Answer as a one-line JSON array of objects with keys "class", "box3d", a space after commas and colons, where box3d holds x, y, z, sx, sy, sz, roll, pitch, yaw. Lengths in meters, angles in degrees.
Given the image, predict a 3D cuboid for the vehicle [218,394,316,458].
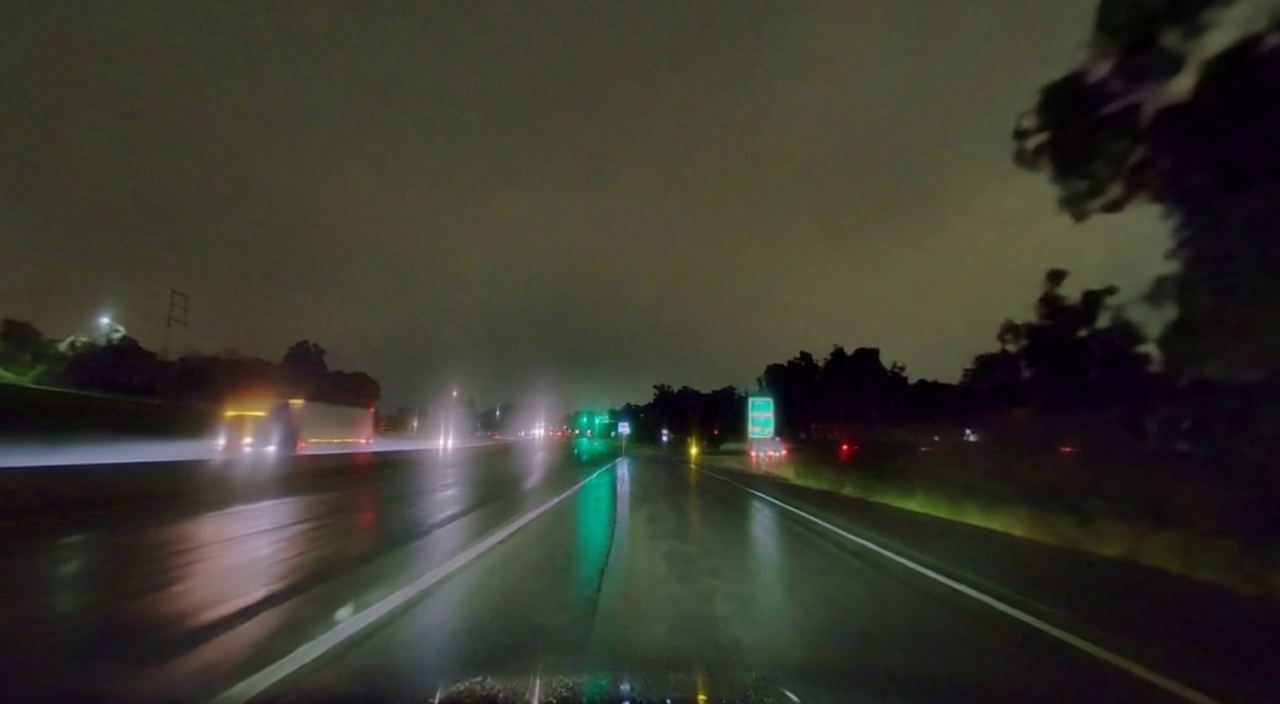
[{"class": "vehicle", "box3d": [-24.441, 4.959, 41.651, 2.990, 3.898, 5.964, 1, -8, -4]}]
